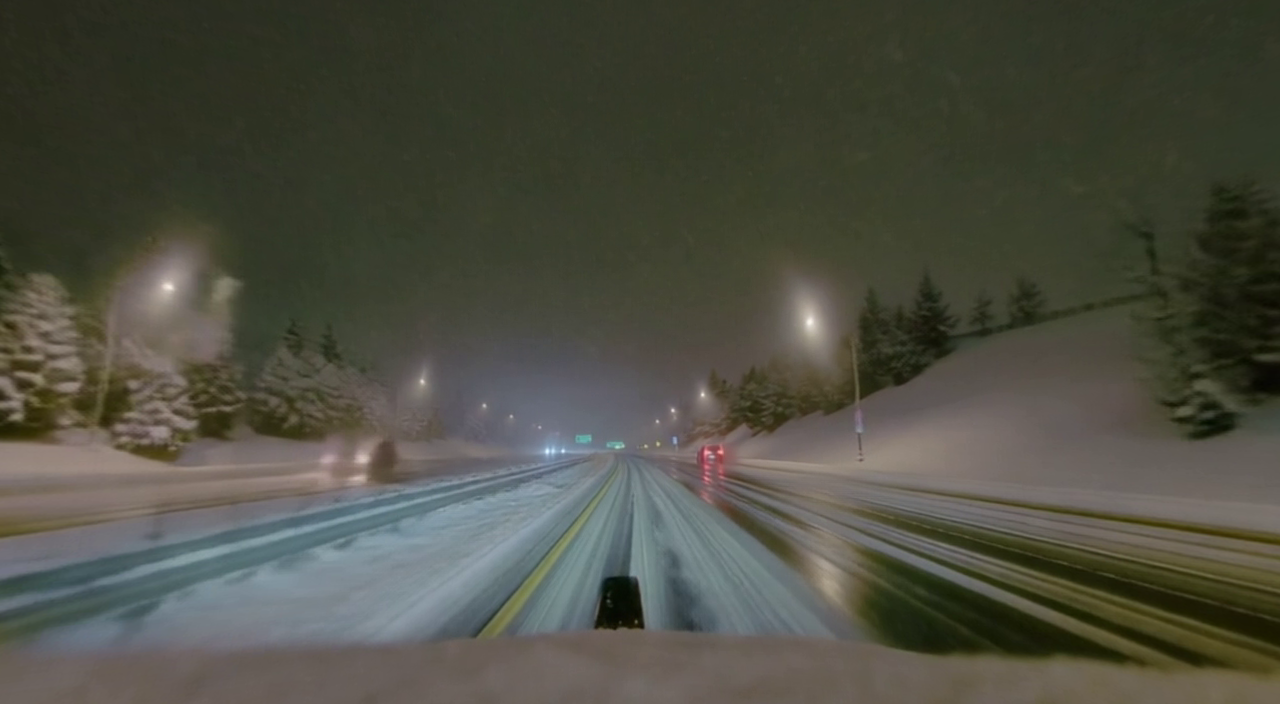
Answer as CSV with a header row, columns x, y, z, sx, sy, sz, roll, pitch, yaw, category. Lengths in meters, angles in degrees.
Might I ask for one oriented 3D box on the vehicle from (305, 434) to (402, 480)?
x,y,z,sx,sy,sz,roll,pitch,yaw,category
-12.073,4.442,26.779,2.106,1.766,4.400,0,-9,-1,vehicle
